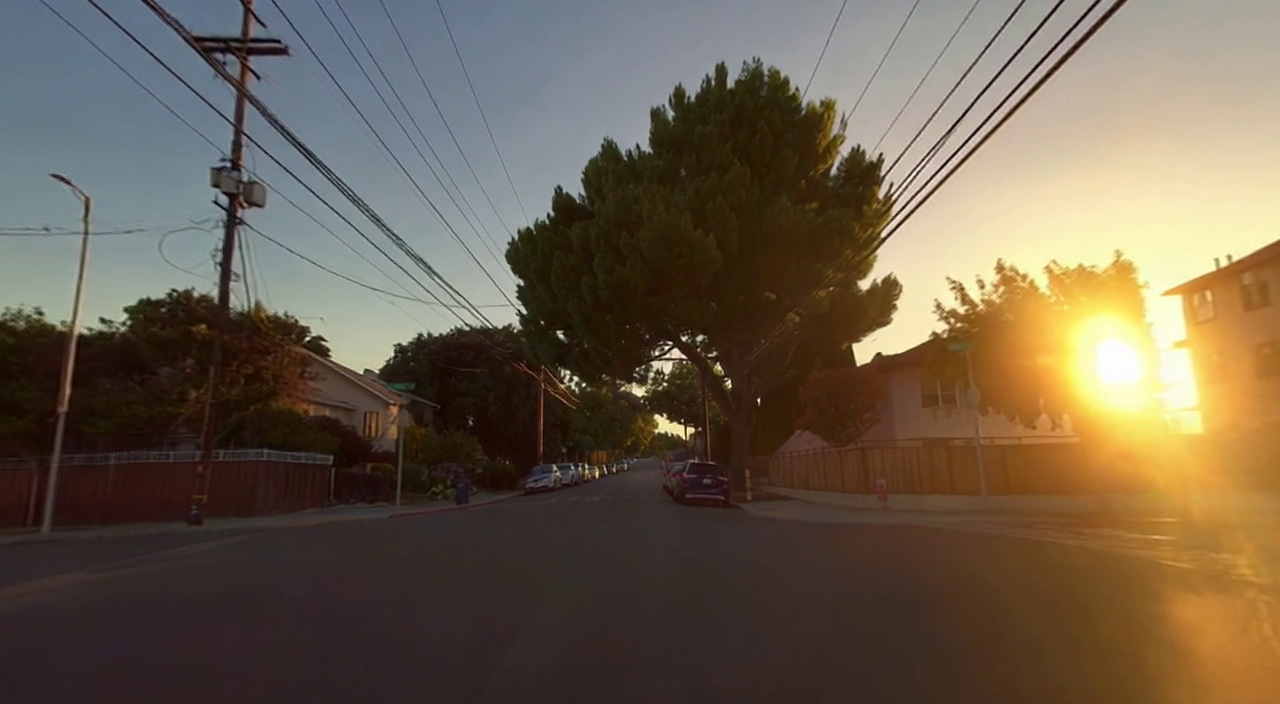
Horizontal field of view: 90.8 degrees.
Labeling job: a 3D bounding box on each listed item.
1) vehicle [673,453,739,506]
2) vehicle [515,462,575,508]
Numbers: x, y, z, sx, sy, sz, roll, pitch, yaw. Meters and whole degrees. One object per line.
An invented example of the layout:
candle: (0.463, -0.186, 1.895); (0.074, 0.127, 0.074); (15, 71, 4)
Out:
vehicle: (2.592, 5.115, 25.824); (2.051, 1.874, 4.459); (0, -8, -2)
vehicle: (-4.294, 6.095, 29.327); (2.189, 1.771, 4.571); (0, -8, -1)
